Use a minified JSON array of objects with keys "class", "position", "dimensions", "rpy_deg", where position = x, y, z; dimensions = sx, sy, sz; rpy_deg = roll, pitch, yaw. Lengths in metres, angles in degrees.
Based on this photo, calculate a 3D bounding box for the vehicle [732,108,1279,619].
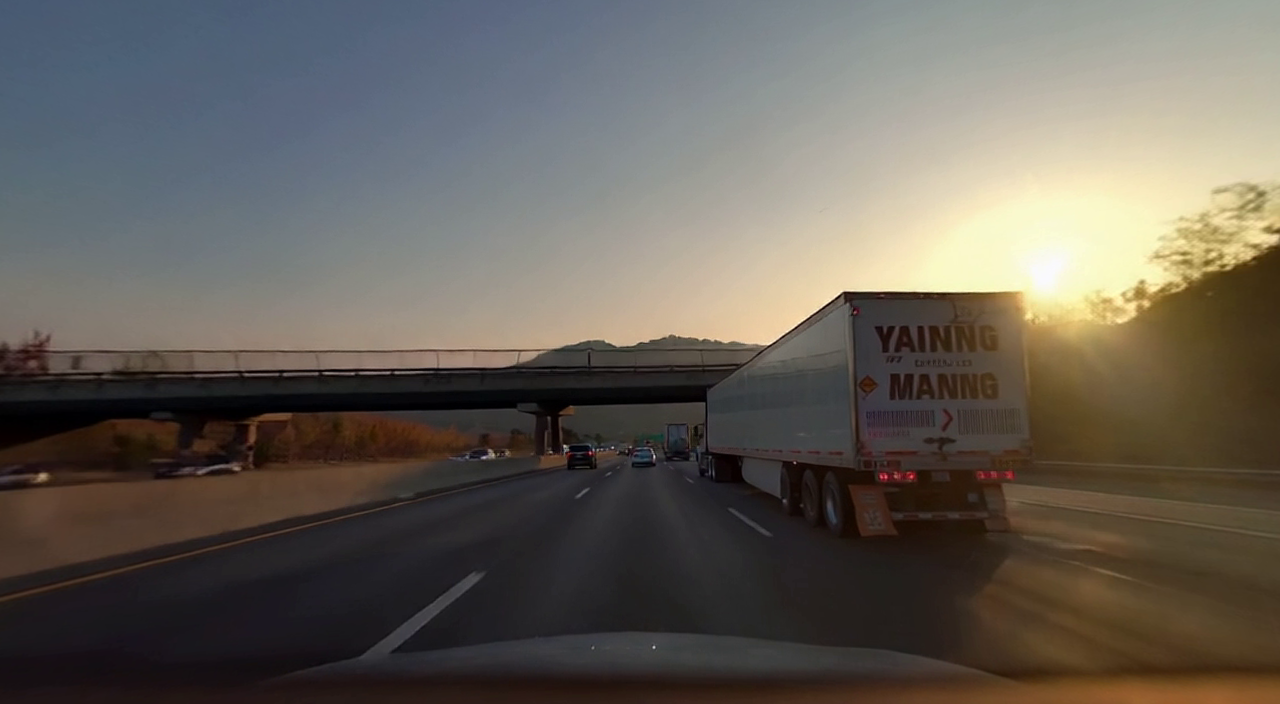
[{"class":"vehicle","position":[3.946,0.910,11.211],"dimensions":[2.821,4.077,12.562],"rpy_deg":[0,-9,0]}]

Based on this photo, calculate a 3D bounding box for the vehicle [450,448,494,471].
[{"class":"vehicle","position":[-11.990,7.701,45.330],"dimensions":[1.839,1.503,4.410],"rpy_deg":[0,-9,1]}]

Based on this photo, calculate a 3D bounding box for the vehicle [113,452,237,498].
[{"class":"vehicle","position":[-19.364,5.108,26.551],"dimensions":[1.897,1.729,4.321],"rpy_deg":[0,-9,0]}]

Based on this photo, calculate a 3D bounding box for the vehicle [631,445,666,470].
[{"class":"vehicle","position":[0.516,6.623,39.678],"dimensions":[2.063,1.469,4.208],"rpy_deg":[0,-9,0]}]

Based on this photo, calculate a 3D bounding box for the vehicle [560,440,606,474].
[{"class":"vehicle","position":[-3.077,5.787,34.926],"dimensions":[2.058,1.711,4.226],"rpy_deg":[0,-9,1]}]
